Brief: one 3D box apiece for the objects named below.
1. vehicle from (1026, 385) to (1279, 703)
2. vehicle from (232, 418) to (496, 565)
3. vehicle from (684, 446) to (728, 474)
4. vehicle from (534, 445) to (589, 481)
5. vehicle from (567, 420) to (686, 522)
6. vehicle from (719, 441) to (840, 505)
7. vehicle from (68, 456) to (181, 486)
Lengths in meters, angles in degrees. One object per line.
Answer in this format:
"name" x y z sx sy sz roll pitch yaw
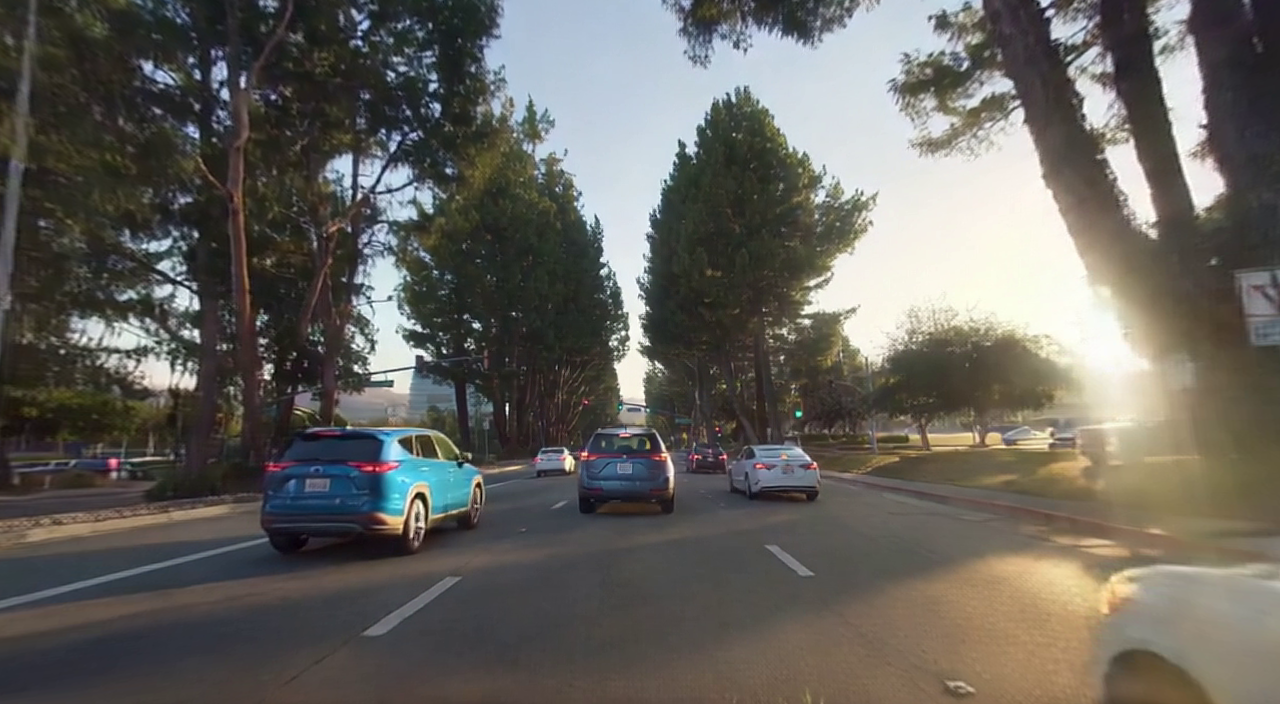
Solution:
"vehicle" 2.996 0.706 0.991 1.976 1.491 4.427 0 -8 0
"vehicle" -3.743 1.957 9.609 2.039 1.709 4.265 0 -8 1
"vehicle" 3.628 6.003 35.305 1.996 1.443 4.270 0 -8 -1
"vehicle" -3.456 4.953 28.496 1.897 1.479 4.204 0 -8 1
"vehicle" -0.242 2.474 13.647 2.132 1.816 4.471 0 -8 0
"vehicle" 3.640 3.237 17.416 2.036 1.480 4.659 0 -8 -3
"vehicle" -33.990 7.827 41.687 5.352 1.850 2.276 0 -8 -2
